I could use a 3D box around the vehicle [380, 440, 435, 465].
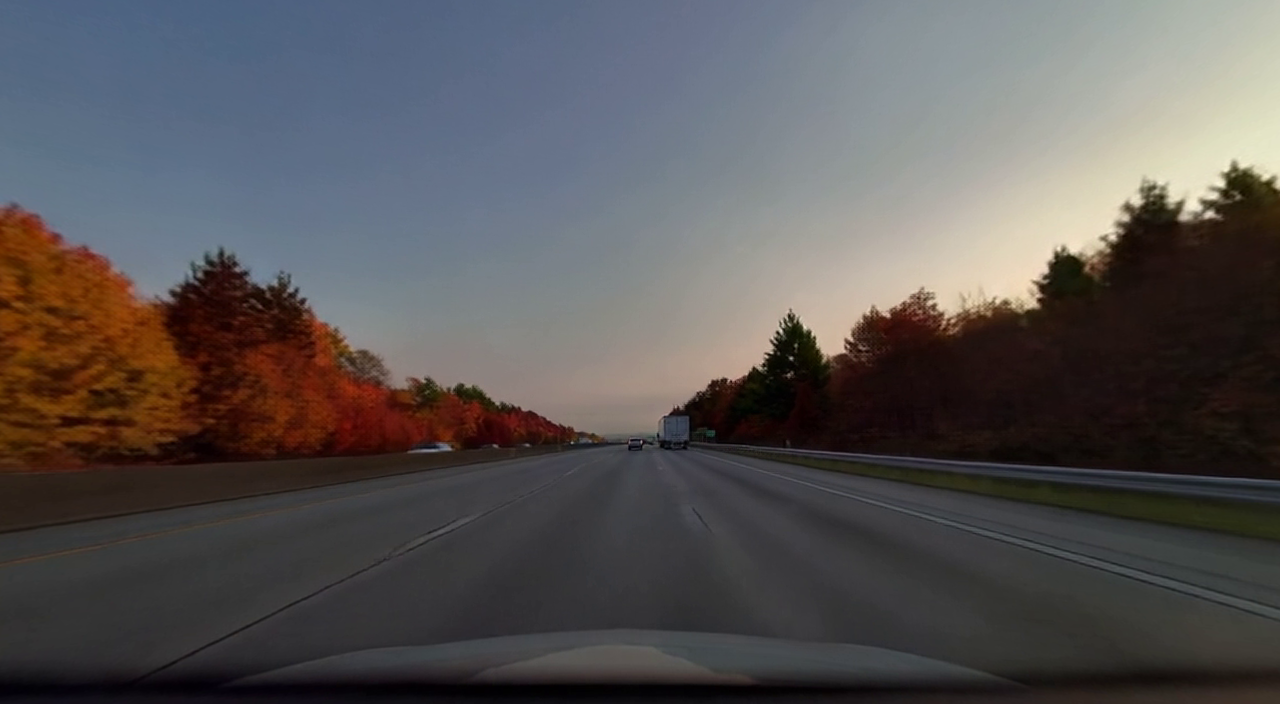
[{"bbox_3d":[-17.391,7.490,47.221,2.027,1.755,4.979,-1,-8,2],"label":"vehicle"}]
